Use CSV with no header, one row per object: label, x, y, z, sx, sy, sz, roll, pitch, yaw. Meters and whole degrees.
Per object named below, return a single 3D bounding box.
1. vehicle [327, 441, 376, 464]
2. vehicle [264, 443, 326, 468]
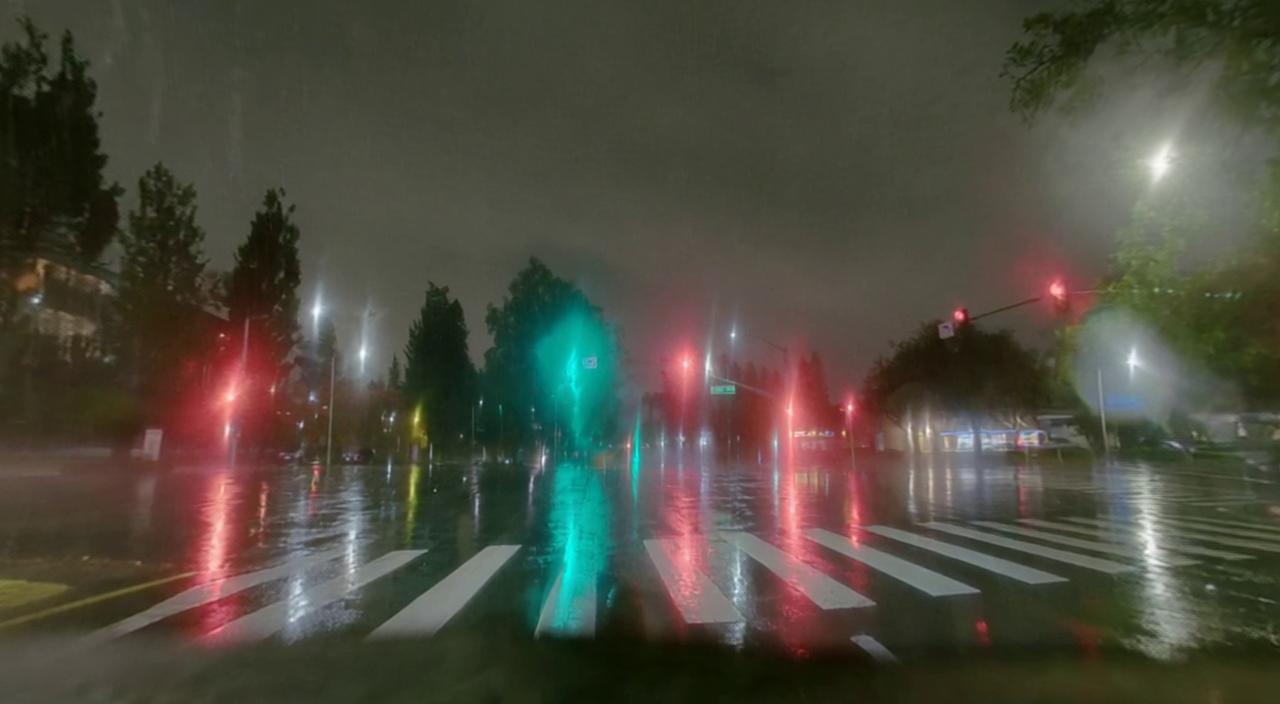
vehicle,-22.502,7.851,49.476,2.023,1.706,4.756,1,-9,-6
vehicle,-21.850,6.561,40.150,2.005,1.496,4.020,1,-9,-6
